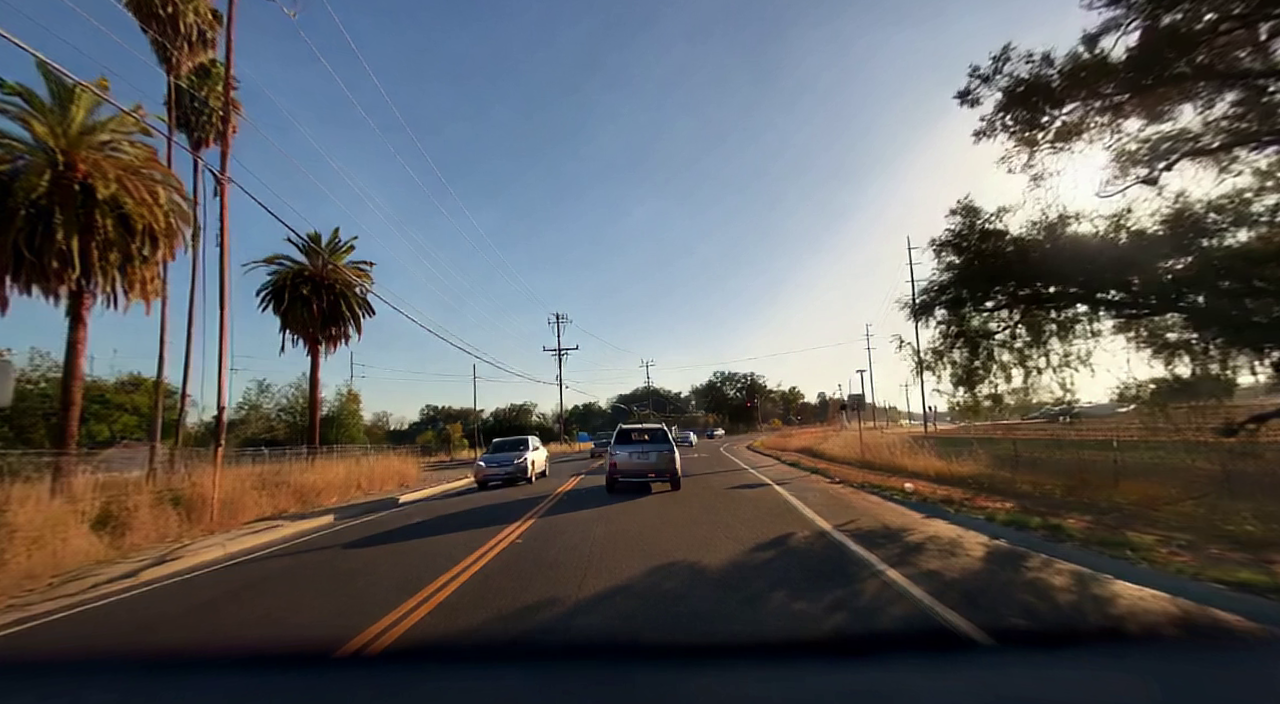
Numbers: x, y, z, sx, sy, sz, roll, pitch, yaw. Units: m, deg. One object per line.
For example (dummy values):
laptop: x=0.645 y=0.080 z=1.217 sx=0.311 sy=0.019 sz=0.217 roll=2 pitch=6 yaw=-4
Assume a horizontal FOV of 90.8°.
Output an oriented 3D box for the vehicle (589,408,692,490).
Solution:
vehicle: x=-0.035 y=2.569 z=16.885 sx=2.364 sy=1.859 sz=4.538 roll=0 pitch=-8 yaw=-1

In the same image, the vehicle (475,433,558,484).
vehicle: x=-4.193 y=3.674 z=22.076 sx=2.079 sy=1.606 sz=3.775 roll=0 pitch=-8 yaw=0
